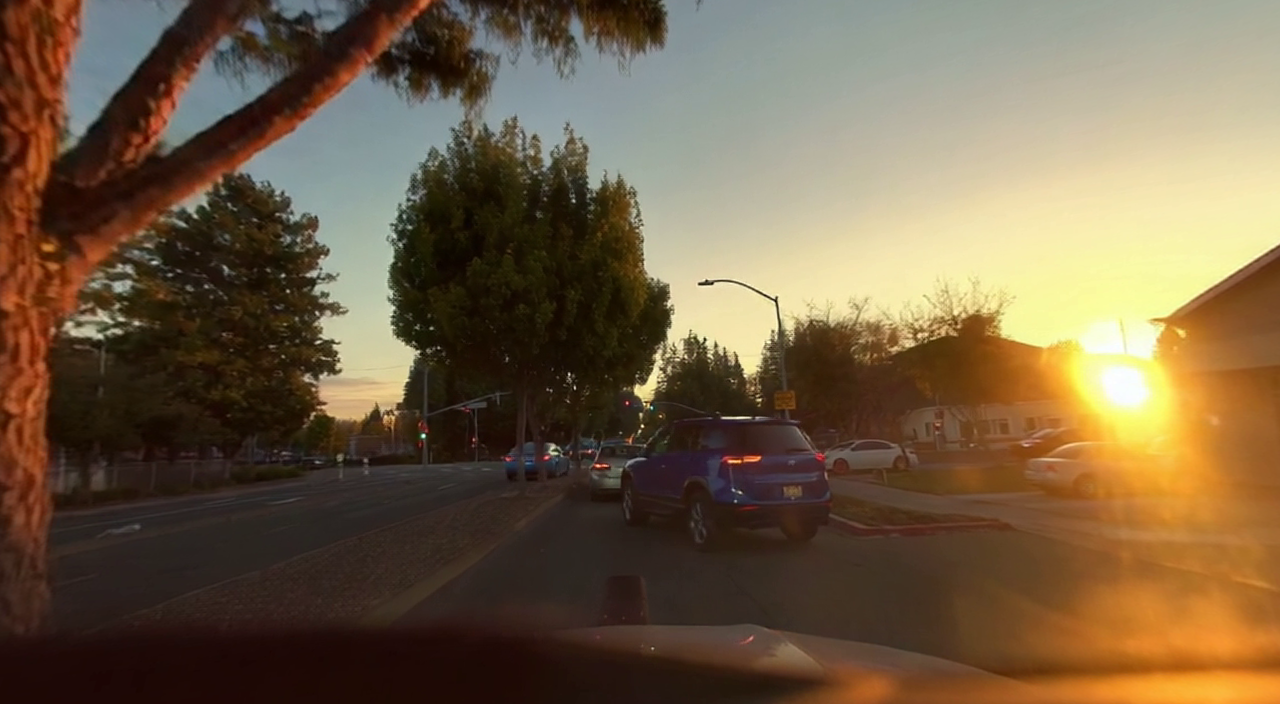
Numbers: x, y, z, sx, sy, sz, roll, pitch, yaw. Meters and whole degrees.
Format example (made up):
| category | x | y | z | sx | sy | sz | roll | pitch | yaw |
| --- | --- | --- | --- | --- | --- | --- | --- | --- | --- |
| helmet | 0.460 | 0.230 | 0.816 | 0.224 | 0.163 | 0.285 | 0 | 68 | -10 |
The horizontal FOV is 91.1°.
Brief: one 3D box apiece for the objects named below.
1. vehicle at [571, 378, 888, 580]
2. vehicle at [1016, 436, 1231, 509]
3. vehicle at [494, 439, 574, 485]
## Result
| category | x | y | z | sx | sy | sz | roll | pitch | yaw |
| --- | --- | --- | --- | --- | --- | --- | --- | --- | --- |
| vehicle | 0.805 | 1.605 | 8.703 | 2.052 | 1.955 | 4.642 | 4 | -9 | -25 |
| vehicle | 12.231 | 3.052 | 16.093 | 3.871 | 1.525 | 1.835 | -3 | -9 | 0 |
| vehicle | -3.694 | 3.929 | 22.773 | 2.026 | 1.466 | 4.282 | 0 | -8 | 2 |
